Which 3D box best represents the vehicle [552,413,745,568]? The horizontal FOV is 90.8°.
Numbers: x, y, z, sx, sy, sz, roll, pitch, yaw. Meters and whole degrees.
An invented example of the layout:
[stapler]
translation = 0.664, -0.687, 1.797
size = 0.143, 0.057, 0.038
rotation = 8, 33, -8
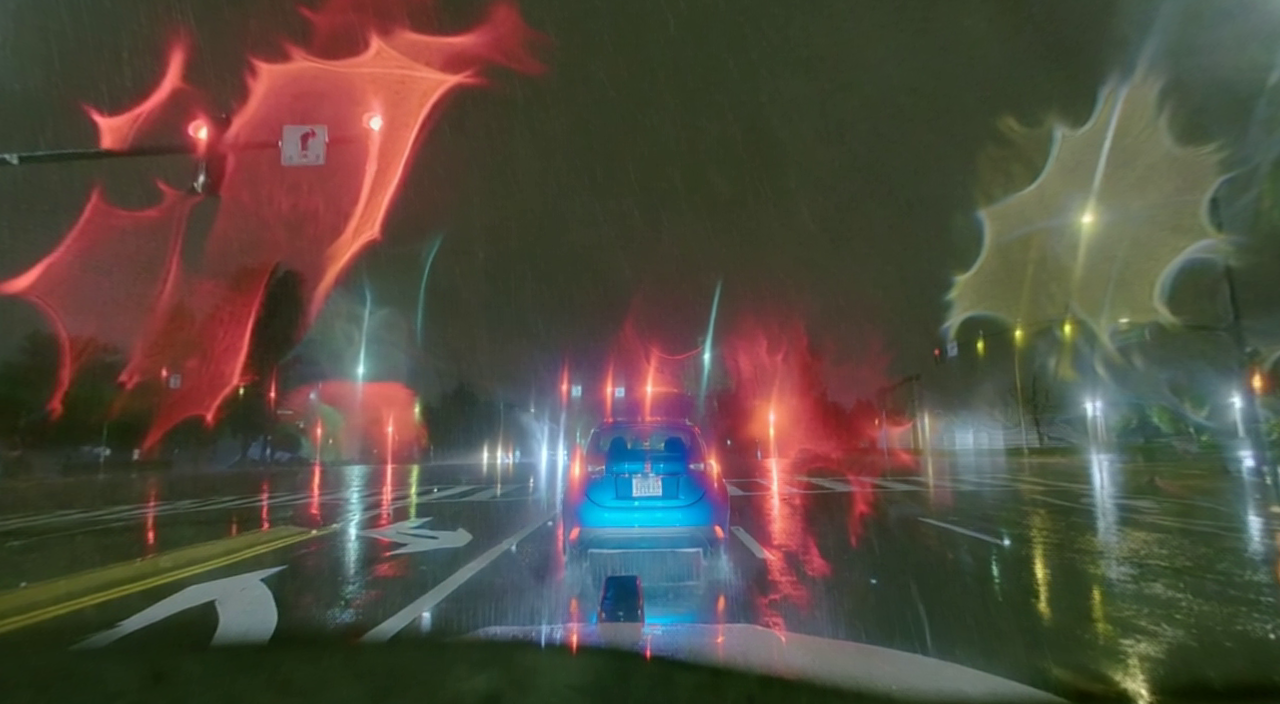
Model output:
[vehicle]
translation = 0.048, 1.755, 8.710
size = 2.027, 1.626, 3.942
rotation = 0, -8, -1
